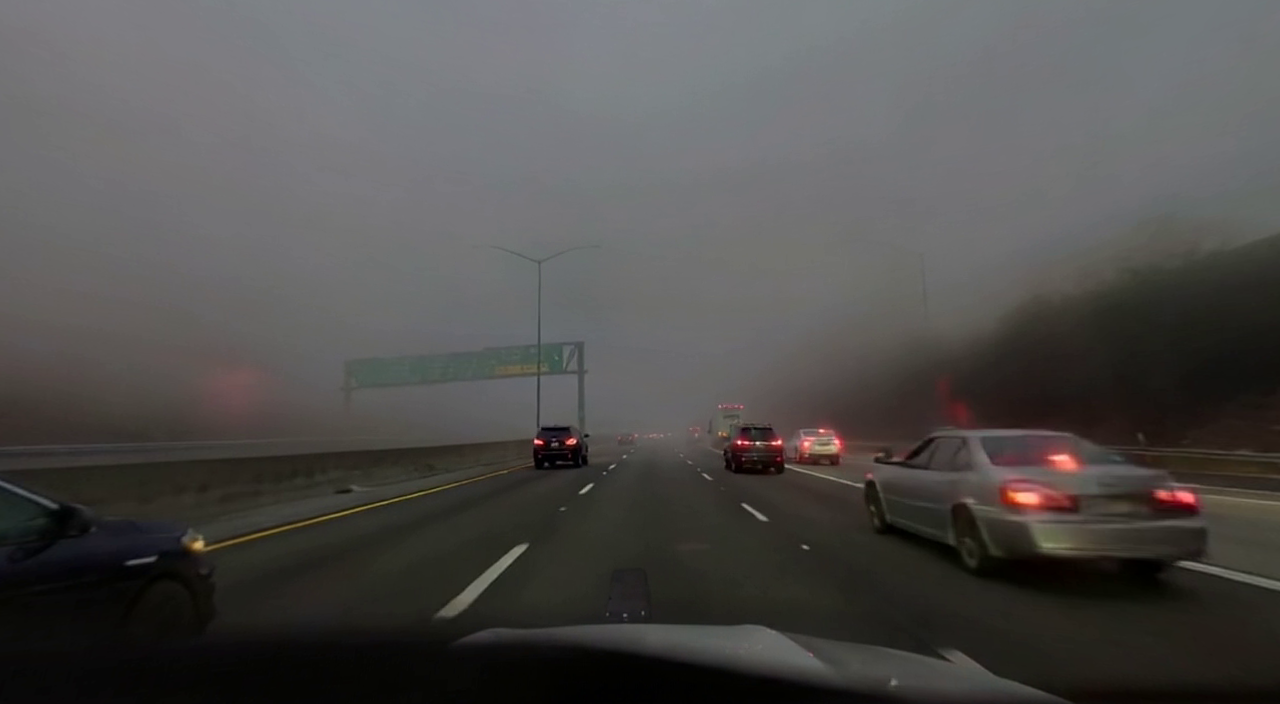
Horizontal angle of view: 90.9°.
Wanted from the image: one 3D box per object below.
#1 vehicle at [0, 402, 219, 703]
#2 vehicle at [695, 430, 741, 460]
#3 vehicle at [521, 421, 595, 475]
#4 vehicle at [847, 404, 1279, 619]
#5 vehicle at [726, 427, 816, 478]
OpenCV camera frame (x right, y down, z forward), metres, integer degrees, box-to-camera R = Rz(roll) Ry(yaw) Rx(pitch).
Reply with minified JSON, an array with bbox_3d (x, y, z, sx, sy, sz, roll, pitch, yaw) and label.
[{"bbox_3d":[-3.649,0.831,1.726,1.914,1.476,4.416,-1,-8,1],"label":"vehicle"},{"bbox_3d":[4.166,5.060,34.367,1.933,1.492,4.125,-1,-8,0],"label":"vehicle"},{"bbox_3d":[-2.873,3.471,22.991,2.006,1.741,4.277,-1,-8,2],"label":"vehicle"},{"bbox_3d":[4.035,1.447,6.767,2.088,1.491,4.549,-1,-8,0],"label":"vehicle"},{"bbox_3d":[4.231,3.342,21.193,1.999,1.482,4.743,-1,-8,0],"label":"vehicle"}]
